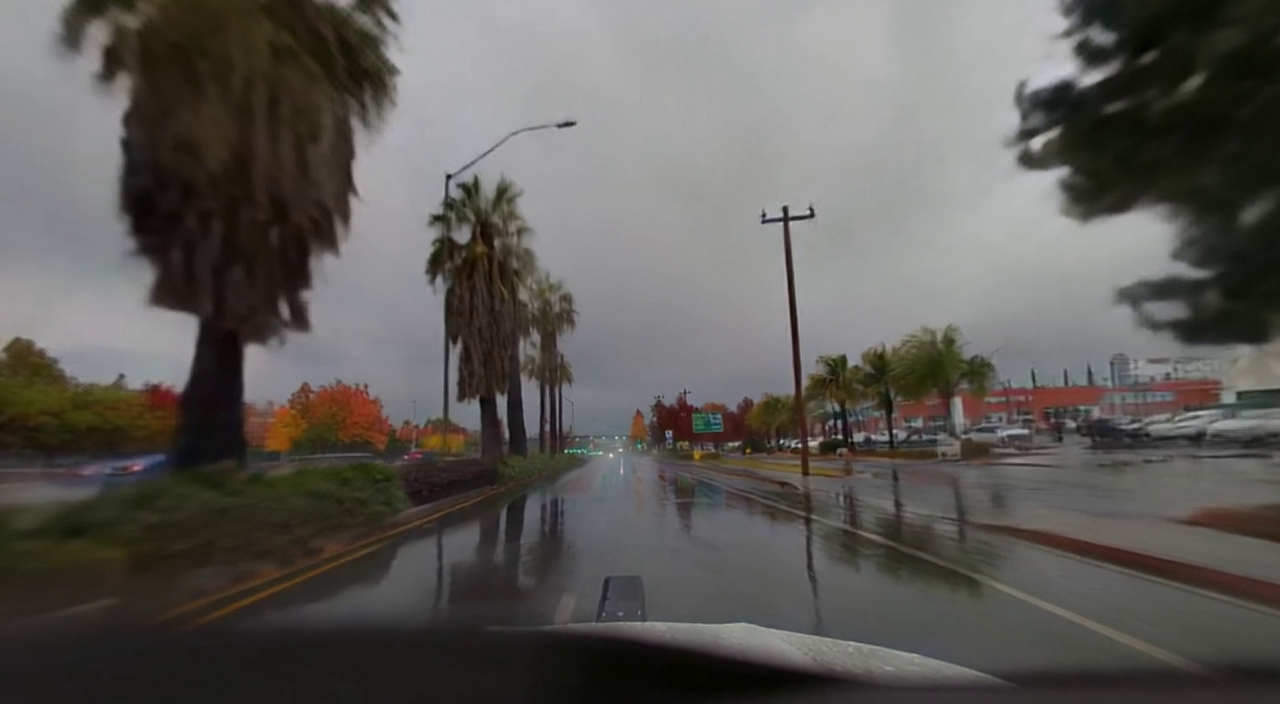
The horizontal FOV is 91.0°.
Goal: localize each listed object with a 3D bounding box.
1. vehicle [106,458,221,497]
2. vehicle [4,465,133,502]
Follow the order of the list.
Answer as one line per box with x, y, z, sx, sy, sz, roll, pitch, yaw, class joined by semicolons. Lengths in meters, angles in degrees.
-22.198;5.815;29.613;1.994;1.652;4.570;0;-9;-3;vehicle
-26.003;5.963;28.916;1.915;1.485;4.389;0;-9;-3;vehicle
